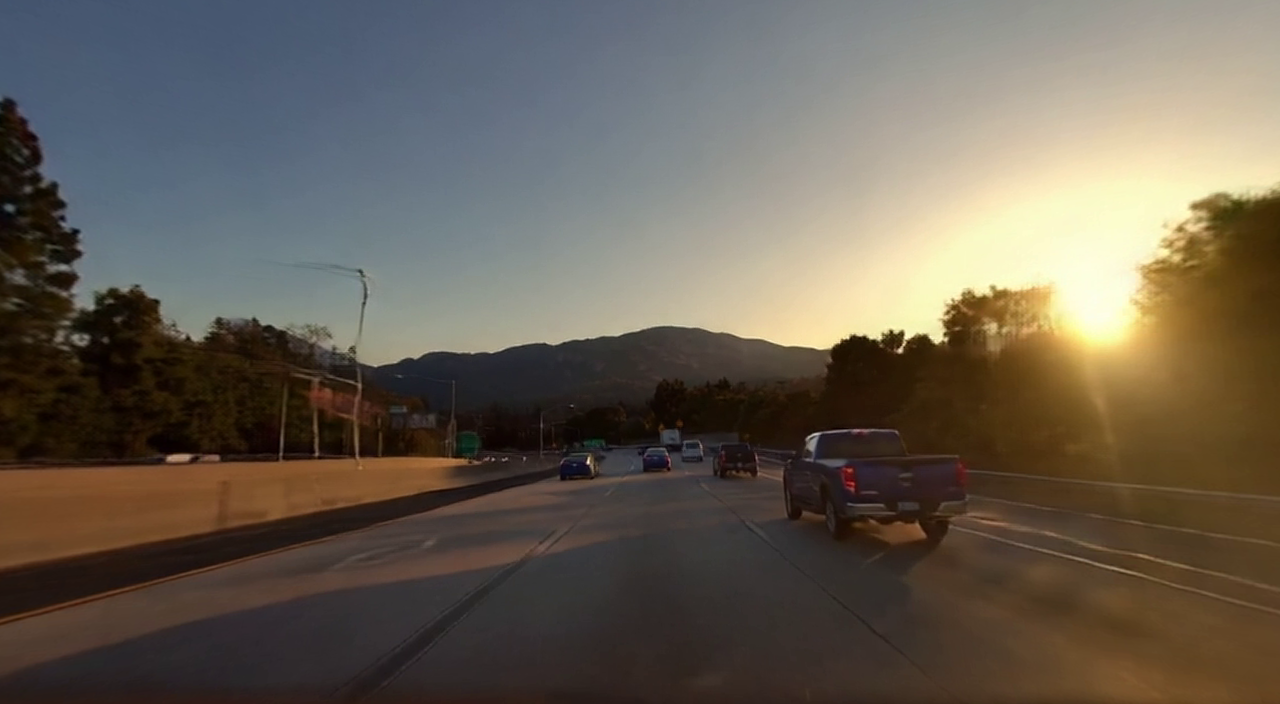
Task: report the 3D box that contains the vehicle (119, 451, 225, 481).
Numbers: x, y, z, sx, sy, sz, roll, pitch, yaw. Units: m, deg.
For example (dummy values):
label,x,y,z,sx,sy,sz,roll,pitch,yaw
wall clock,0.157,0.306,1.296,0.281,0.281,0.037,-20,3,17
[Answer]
label,x,y,z,sx,sy,sz,roll,pitch,yaw
vehicle,-27.859,6.786,37.855,2.172,1.609,5.420,-1,-8,1

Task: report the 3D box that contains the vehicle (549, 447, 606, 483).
label,x,y,z,sx,sy,sz,roll,pitch,yaw
vehicle,-2.923,5.393,30.406,2.109,1.530,4.646,-1,-8,2

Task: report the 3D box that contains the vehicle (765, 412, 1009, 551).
label,x,y,z,sx,sy,sz,roll,pitch,yaw
vehicle,3.857,2.144,11.245,2.229,1.837,5.387,-1,-8,1

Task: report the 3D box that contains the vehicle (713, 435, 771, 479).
label,x,y,z,sx,sy,sz,roll,pitch,yaw
vehicle,4.866,5.107,30.863,2.057,1.958,4.495,0,-8,0

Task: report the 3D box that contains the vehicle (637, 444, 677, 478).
label,x,y,z,sx,sy,sz,roll,pitch,yaw
vehicle,0.866,5.693,33.219,1.959,1.604,4.065,-1,-8,1
